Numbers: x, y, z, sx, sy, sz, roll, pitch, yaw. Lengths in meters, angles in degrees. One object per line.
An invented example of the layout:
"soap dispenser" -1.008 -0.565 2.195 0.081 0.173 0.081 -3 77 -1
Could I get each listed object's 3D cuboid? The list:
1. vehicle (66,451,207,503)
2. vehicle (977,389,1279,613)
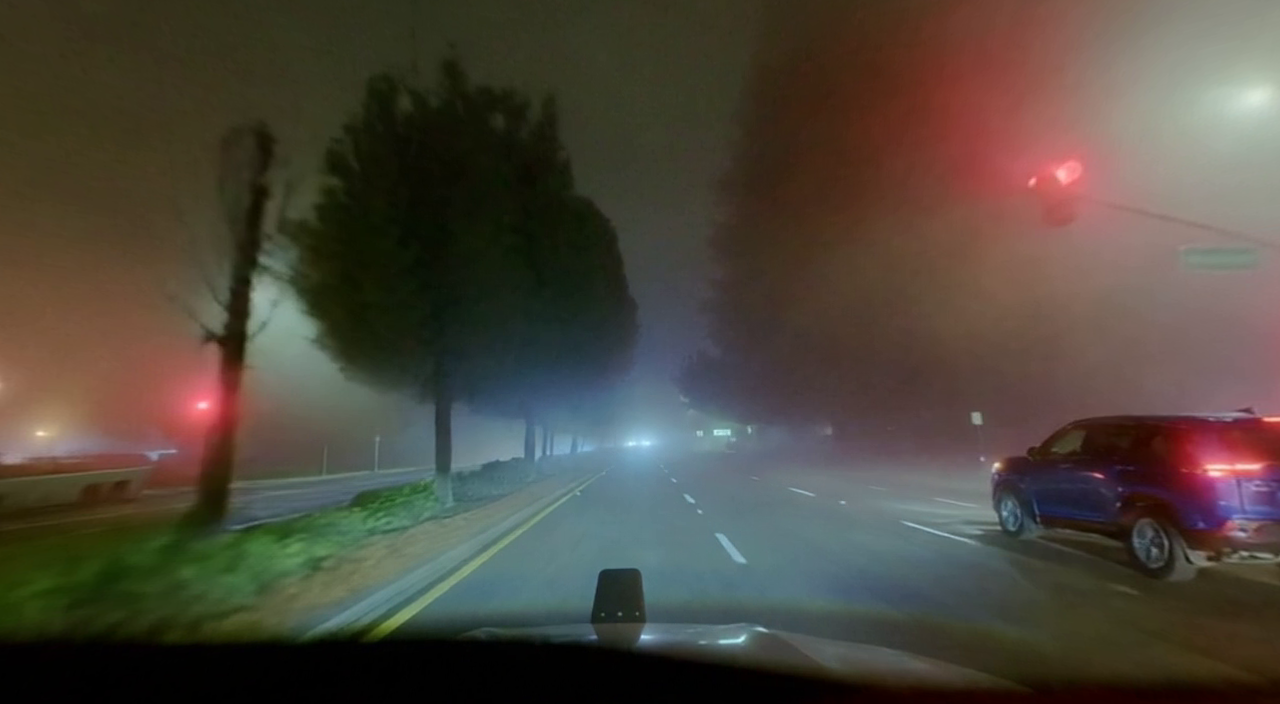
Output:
"vehicle" -19.372 4.791 24.614 2.060 1.665 4.282 -3 -8 -1
"vehicle" 6.041 1.468 6.973 2.012 1.754 4.635 0 -8 0
